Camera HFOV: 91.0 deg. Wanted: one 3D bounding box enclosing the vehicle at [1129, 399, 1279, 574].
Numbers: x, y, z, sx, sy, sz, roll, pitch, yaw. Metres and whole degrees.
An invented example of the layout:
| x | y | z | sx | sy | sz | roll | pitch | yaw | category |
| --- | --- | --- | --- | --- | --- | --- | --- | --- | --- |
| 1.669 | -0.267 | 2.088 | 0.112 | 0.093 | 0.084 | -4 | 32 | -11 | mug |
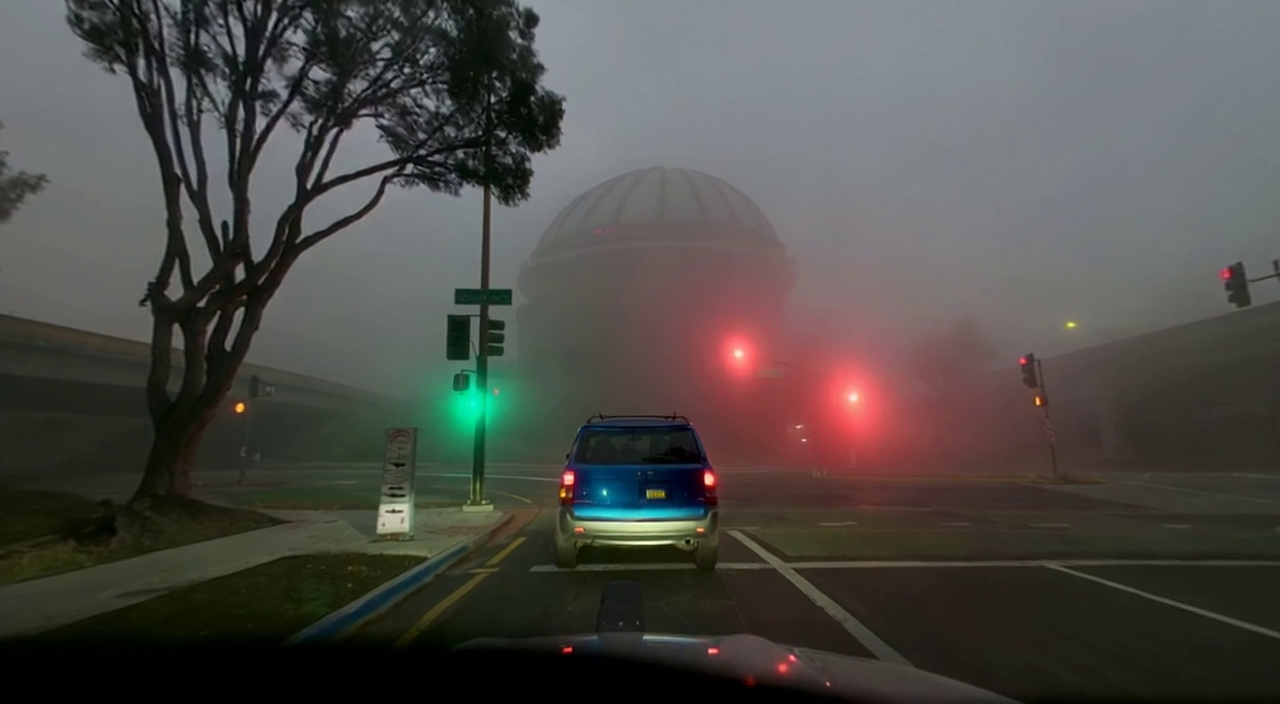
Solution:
| x | y | z | sx | sy | sz | roll | pitch | yaw | category |
| --- | --- | --- | --- | --- | --- | --- | --- | --- | --- |
| 7.617 | 1.333 | 6.097 | 2.055 | 1.776 | 4.646 | 0 | -9 | 1 | vehicle |

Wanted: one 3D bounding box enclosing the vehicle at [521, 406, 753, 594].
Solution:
| x | y | z | sx | sy | sz | roll | pitch | yaw | category |
| --- | --- | --- | --- | --- | --- | --- | --- | --- | --- |
| -0.004 | 1.556 | 7.345 | 1.976 | 1.584 | 3.772 | 0 | -9 | 1 | vehicle |
